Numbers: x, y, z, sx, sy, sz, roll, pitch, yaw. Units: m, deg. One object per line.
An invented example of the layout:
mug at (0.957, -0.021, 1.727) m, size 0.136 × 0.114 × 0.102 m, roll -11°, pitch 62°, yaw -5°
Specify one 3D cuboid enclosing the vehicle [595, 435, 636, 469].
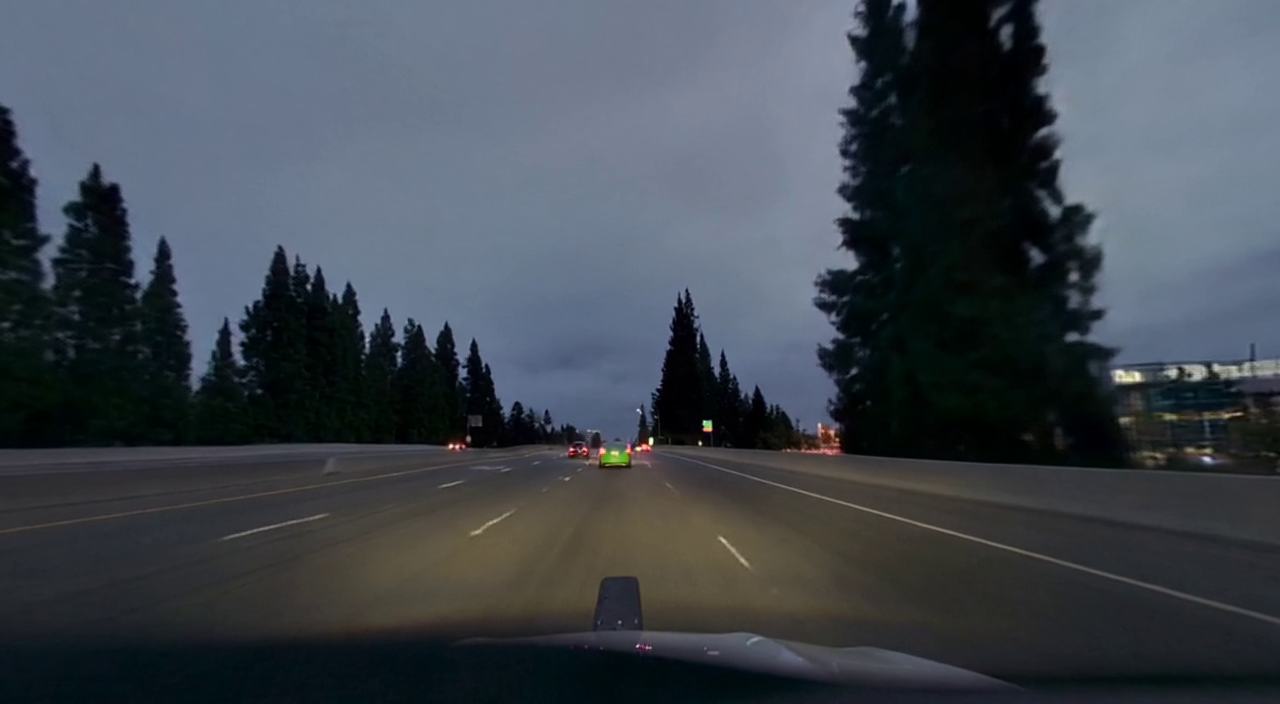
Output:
vehicle at (-1.423, 5.911, 37.349) m, size 2.302 × 1.810 × 4.707 m, roll 0°, pitch -9°, yaw -2°
